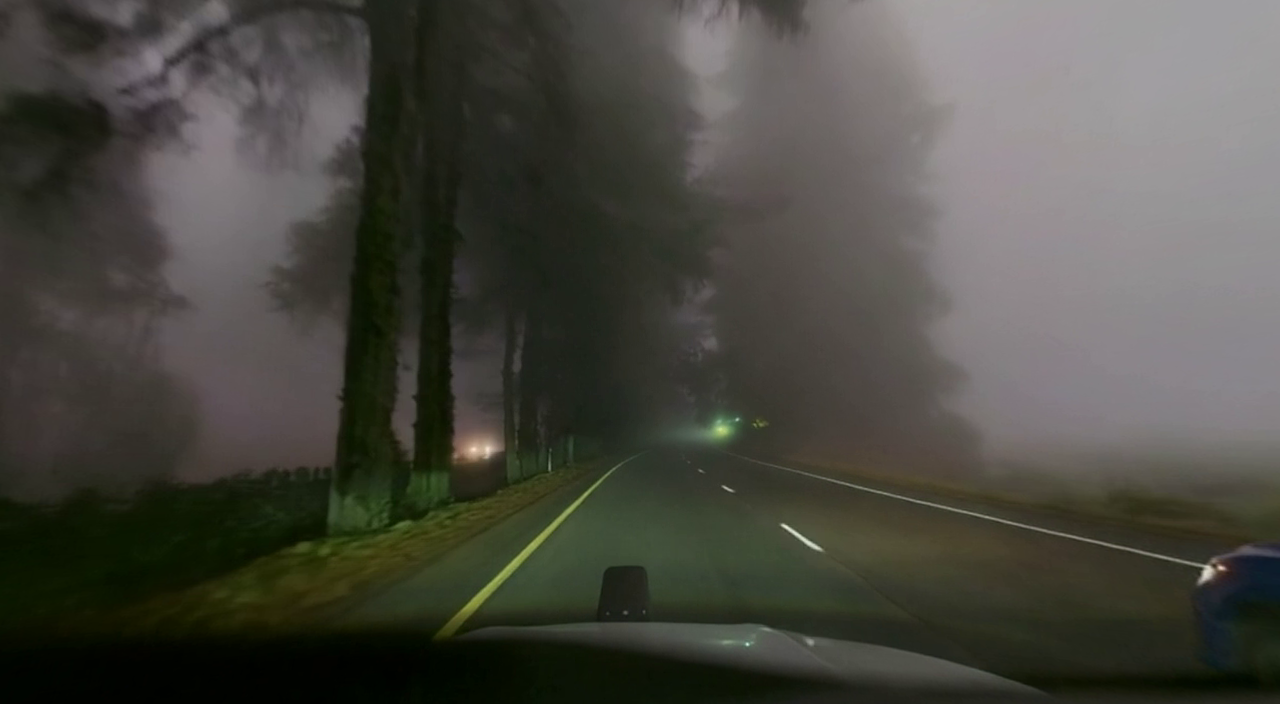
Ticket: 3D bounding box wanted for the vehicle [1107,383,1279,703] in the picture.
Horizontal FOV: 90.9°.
[{"bbox_3d":[3.505,0.646,0.893,2.061,1.503,4.823,0,-8,1],"label":"vehicle"}]
